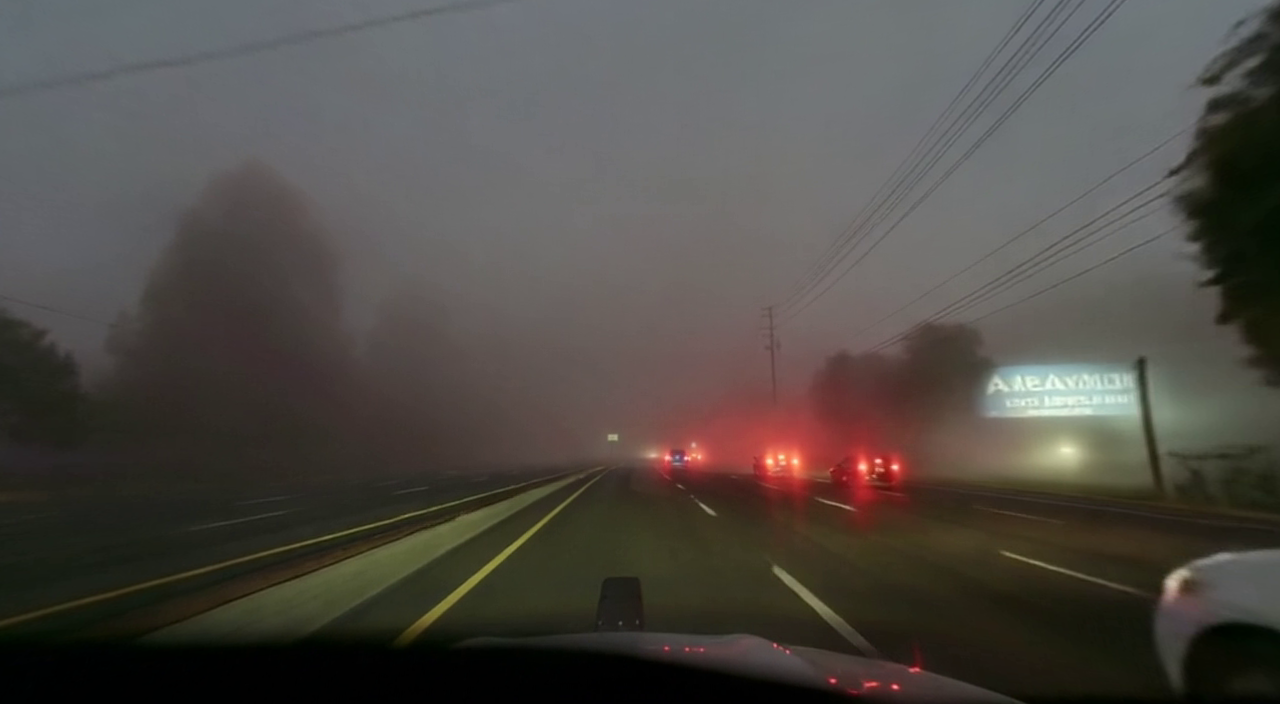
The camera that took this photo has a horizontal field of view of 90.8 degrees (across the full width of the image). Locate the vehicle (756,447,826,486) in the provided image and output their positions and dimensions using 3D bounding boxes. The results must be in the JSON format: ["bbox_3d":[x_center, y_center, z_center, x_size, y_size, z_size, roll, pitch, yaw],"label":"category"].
[{"bbox_3d":[6.293,4.808,26.836,1.882,1.476,4.344,0,-8,-1],"label":"vehicle"}]

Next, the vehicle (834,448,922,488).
[{"bbox_3d":[9.873,4.803,26.589,1.874,1.482,4.545,0,-8,-1],"label":"vehicle"}]

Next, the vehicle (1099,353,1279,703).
[{"bbox_3d":[3.257,0.660,0.906,2.078,1.668,4.078,0,-8,0],"label":"vehicle"}]
